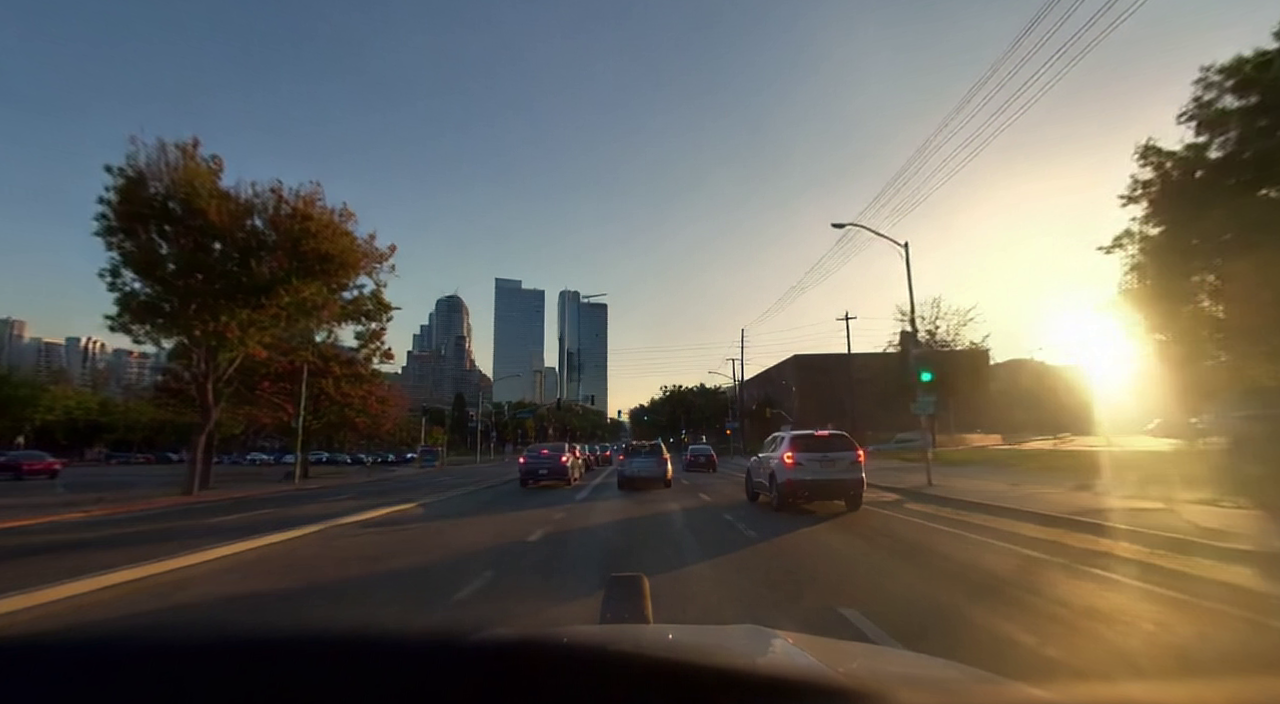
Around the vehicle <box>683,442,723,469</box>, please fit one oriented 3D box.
[{"bbox_3d":[3.773,6.253,38.319,1.880,1.503,4.130,0,-9,-1],"label":"vehicle"}]

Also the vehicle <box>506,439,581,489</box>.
[{"bbox_3d":[-3.141,3.726,21.377,2.104,1.488,4.546,0,-9,-4],"label":"vehicle"}]

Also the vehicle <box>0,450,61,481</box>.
[{"bbox_3d":[-37.935,6.802,37.914,1.882,1.753,4.517,0,-9,-1],"label":"vehicle"}]

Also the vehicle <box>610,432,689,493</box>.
[{"bbox_3d":[0.242,3.379,19.569,2.200,1.653,4.127,0,-9,0],"label":"vehicle"}]

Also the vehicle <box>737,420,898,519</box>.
[{"bbox_3d":[3.474,2.416,13.395,2.024,1.711,4.512,0,-9,-1],"label":"vehicle"}]
